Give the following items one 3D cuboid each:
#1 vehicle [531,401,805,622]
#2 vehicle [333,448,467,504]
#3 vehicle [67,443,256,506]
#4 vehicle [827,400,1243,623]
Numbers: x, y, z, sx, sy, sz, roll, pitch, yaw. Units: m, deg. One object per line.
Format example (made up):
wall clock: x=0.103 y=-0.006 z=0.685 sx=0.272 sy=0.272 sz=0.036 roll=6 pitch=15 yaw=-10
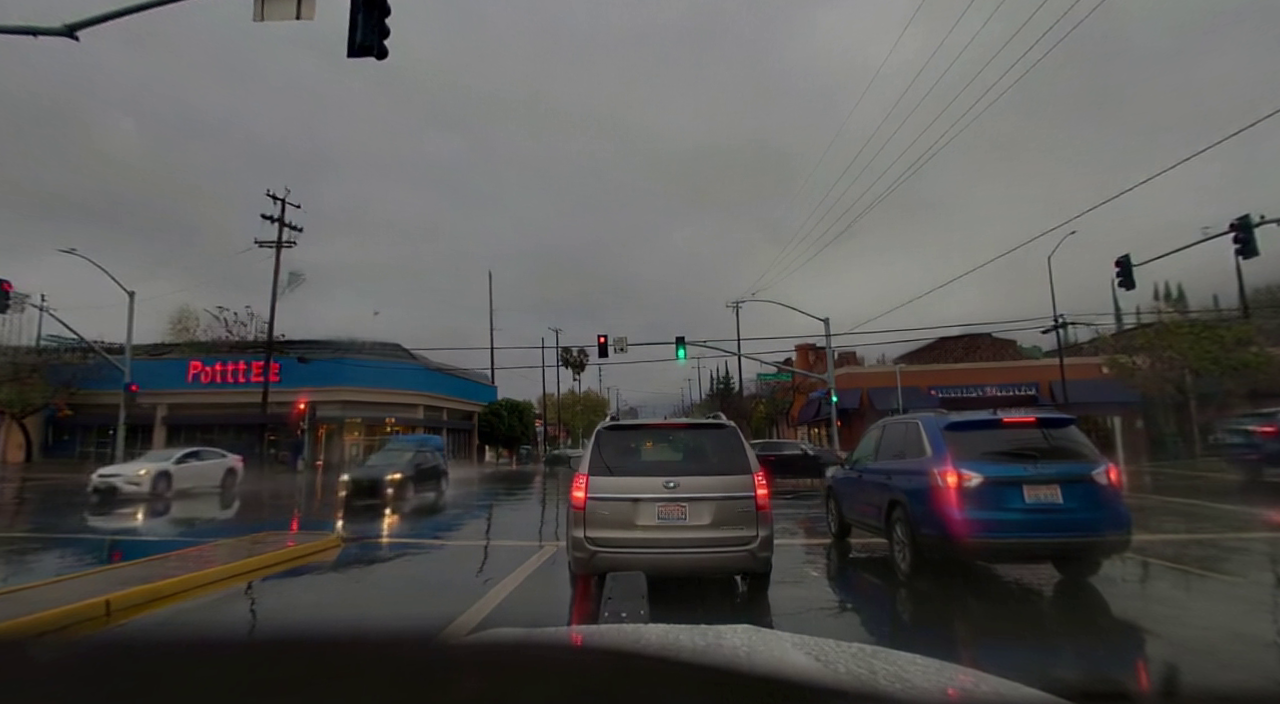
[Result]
vehicle: x=0.265 y=1.505 z=6.823 sx=2.098 sy=1.682 sz=3.778 roll=0 pitch=-8 yaw=2
vehicle: x=-7.158 y=3.736 z=19.471 sx=2.017 sy=1.468 sz=4.663 roll=-1 pitch=-8 yaw=4
vehicle: x=-14.473 y=3.681 z=19.540 sx=1.943 sy=1.680 sz=4.709 roll=-1 pitch=-8 yaw=4
vehicle: x=3.614 y=1.514 z=6.945 sx=1.976 sy=1.664 sz=4.189 roll=-1 pitch=-8 yaw=3
